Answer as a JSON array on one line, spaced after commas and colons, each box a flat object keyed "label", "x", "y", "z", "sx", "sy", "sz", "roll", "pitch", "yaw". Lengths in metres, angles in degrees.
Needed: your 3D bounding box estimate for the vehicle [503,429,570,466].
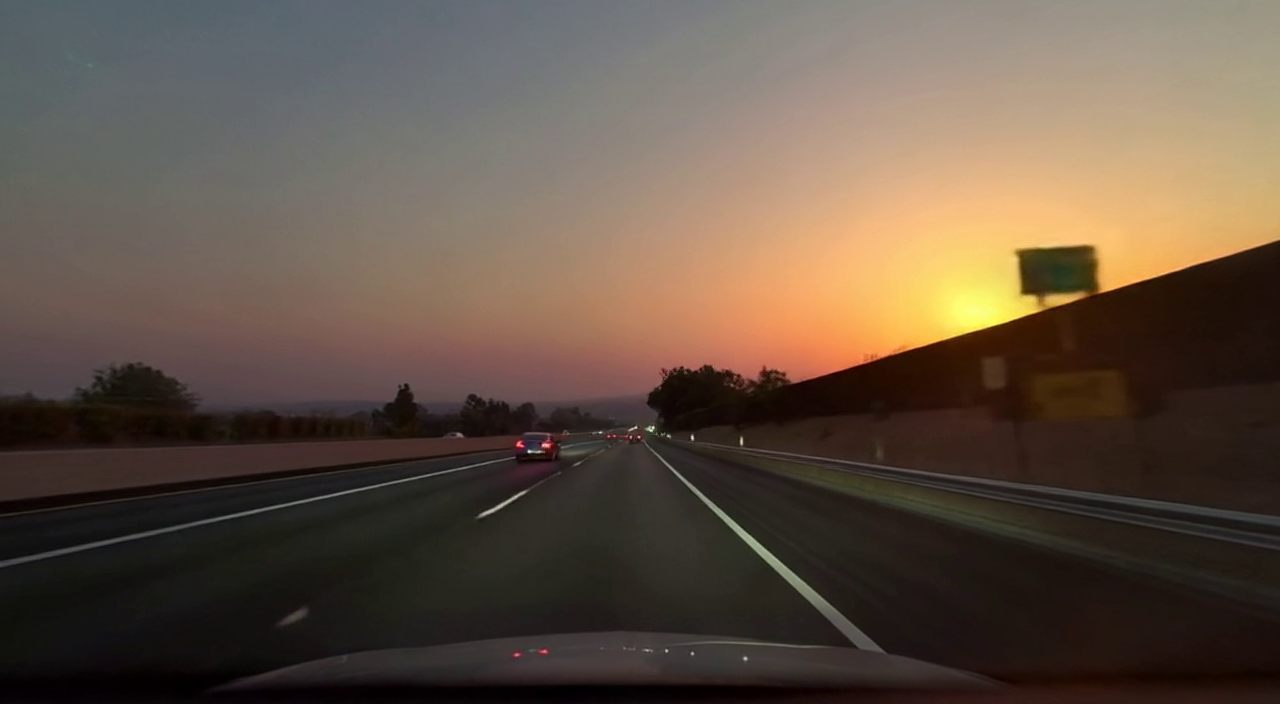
[{"label": "vehicle", "x": -4.565, "y": 4.283, "z": 28.516, "sx": 2.149, "sy": 1.532, "sz": 4.905, "roll": 0, "pitch": -8, "yaw": 0}]
